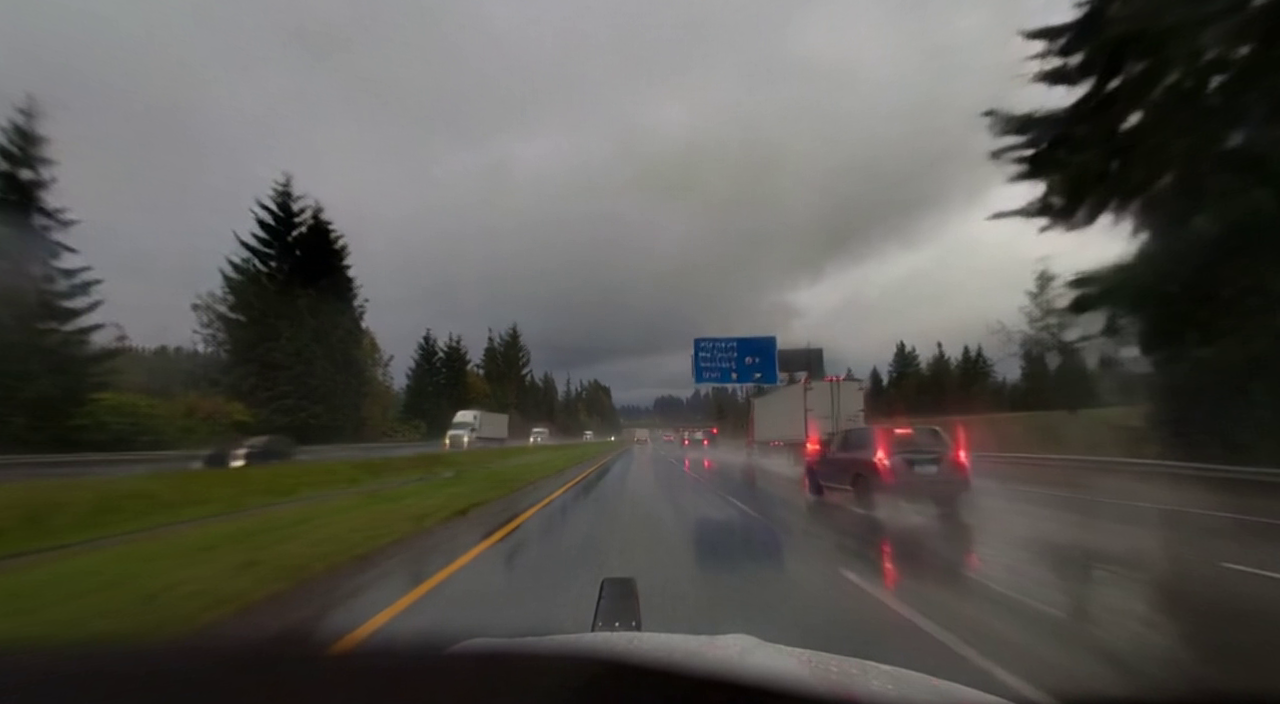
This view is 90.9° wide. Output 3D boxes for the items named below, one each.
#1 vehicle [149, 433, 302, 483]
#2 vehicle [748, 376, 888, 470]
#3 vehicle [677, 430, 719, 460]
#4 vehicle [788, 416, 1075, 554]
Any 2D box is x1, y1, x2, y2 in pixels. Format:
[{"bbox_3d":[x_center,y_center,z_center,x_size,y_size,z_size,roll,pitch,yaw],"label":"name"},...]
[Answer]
[{"bbox_3d":[-13.536,3.459,21.012,1.889,1.459,4.751,0,-8,0],"label":"vehicle"},{"bbox_3d":[9.062,4.060,34.856,3.440,4.093,13.944,0,-8,-1],"label":"vehicle"},{"bbox_3d":[3.424,5.617,38.088,2.011,1.672,4.415,0,-8,-2],"label":"vehicle"},{"bbox_3d":[3.793,1.790,9.332,1.986,1.501,4.529,0,-8,-2],"label":"vehicle"}]
